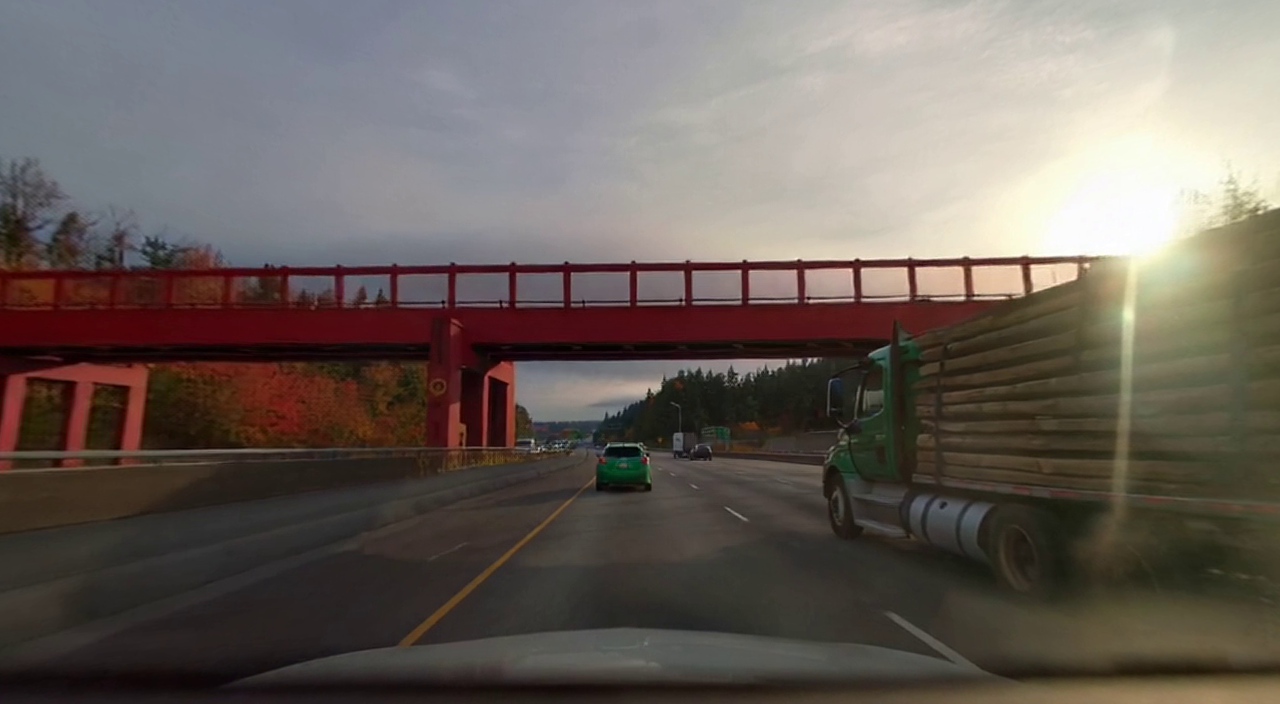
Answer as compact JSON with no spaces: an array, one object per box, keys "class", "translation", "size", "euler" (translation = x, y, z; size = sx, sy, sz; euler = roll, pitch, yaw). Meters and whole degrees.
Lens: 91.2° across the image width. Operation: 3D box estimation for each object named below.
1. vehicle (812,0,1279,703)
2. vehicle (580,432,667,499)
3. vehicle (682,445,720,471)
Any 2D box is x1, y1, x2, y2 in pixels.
[{"class":"vehicle","translation":[4.258,0.037,5.041],"size":[2.992,3.920,8.831],"euler":[0,-9,-1]},{"class":"vehicle","translation":[-0.467,3.272,18.378],"size":[2.259,1.699,4.015],"euler":[0,-9,-1]},{"class":"vehicle","translation":[3.754,6.582,39.082],"size":[1.894,1.487,3.751],"euler":[0,-9,-2]}]
